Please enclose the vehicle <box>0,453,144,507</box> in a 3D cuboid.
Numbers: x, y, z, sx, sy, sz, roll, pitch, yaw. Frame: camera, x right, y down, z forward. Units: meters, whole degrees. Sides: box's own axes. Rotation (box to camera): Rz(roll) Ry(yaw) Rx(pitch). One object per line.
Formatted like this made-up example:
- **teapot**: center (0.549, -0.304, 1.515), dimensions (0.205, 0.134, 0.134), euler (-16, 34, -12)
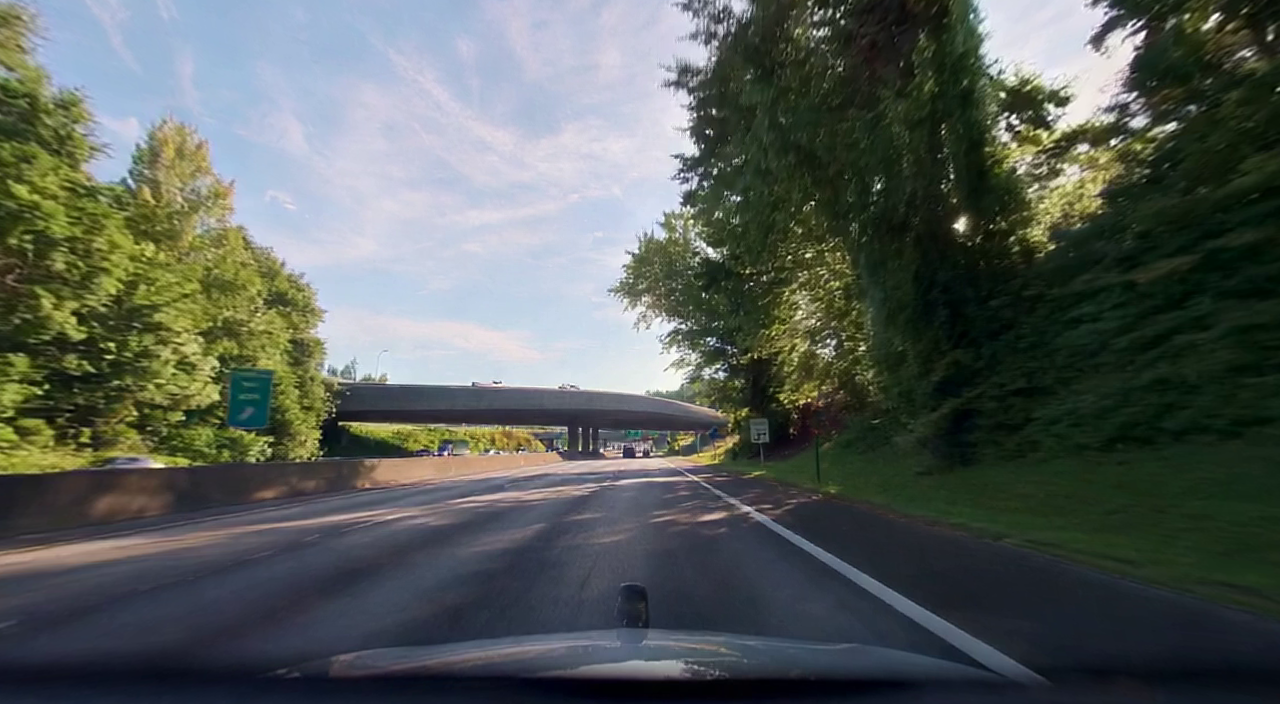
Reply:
- **vehicle**: center (-19.080, 4.122, 20.788), dimensions (1.866, 1.538, 4.339), euler (0, -9, 0)
